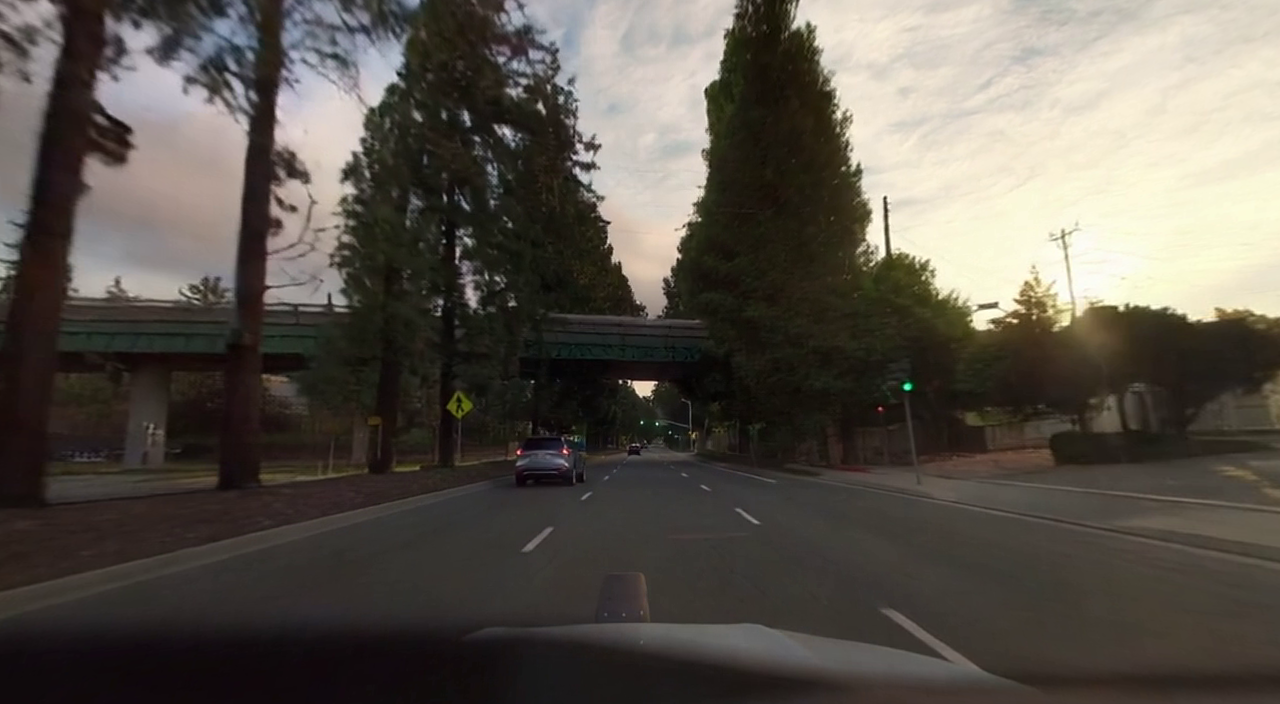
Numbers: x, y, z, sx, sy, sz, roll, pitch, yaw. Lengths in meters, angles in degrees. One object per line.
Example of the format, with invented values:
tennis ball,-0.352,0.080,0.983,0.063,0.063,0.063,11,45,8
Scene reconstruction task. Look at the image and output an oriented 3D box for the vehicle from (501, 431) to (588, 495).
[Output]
vehicle,-2.788,3.362,19.346,1.882,1.704,4.335,-1,-9,2
